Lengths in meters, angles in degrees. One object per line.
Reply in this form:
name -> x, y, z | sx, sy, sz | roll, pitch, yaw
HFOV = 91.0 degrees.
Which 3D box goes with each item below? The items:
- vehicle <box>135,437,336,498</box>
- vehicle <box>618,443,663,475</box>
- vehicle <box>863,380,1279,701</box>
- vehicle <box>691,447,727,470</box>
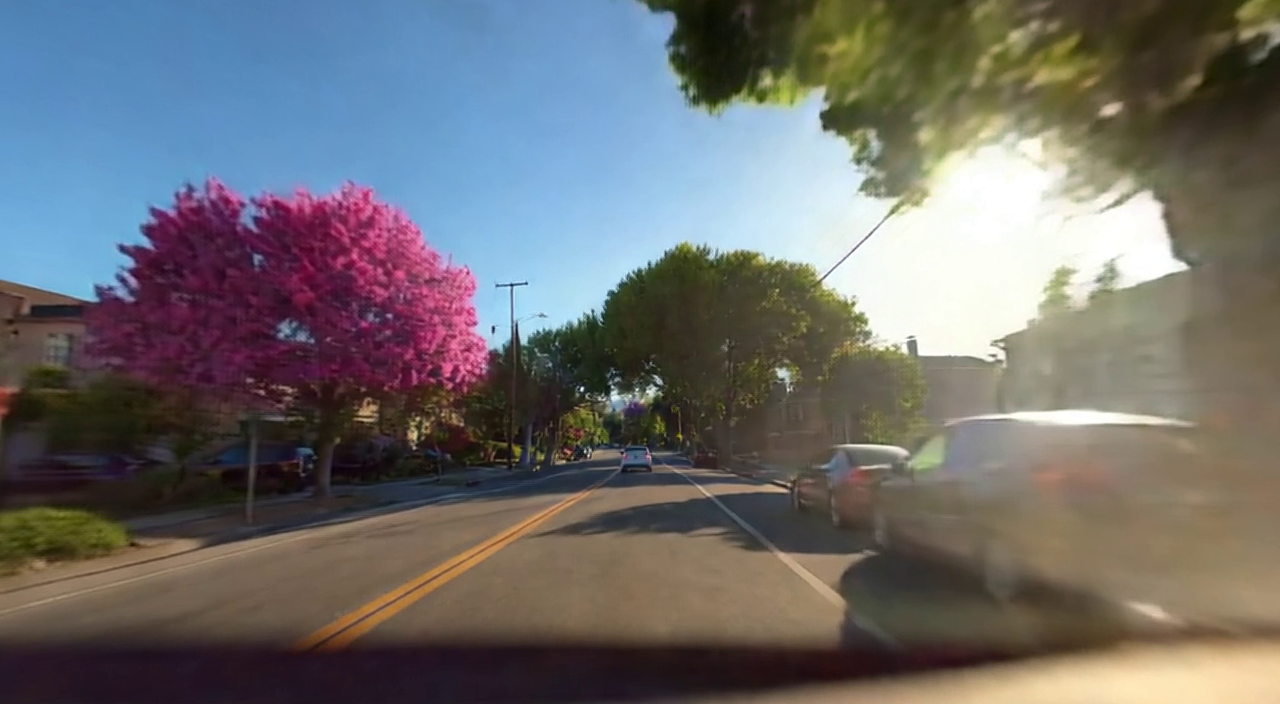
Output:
vehicle -> -15.509, 4.476, 24.436 | 6.278, 1.911, 2.173 | -3, -10, -1
vehicle -> 0.053, 5.293, 31.338 | 2.104, 1.500, 3.815 | 0, -8, 0
vehicle -> 4.122, 1.446, 6.185 | 2.100, 1.830, 5.040 | 0, -8, 1
vehicle -> 4.840, 7.523, 44.744 | 1.977, 1.481, 5.155 | 0, -8, 0
